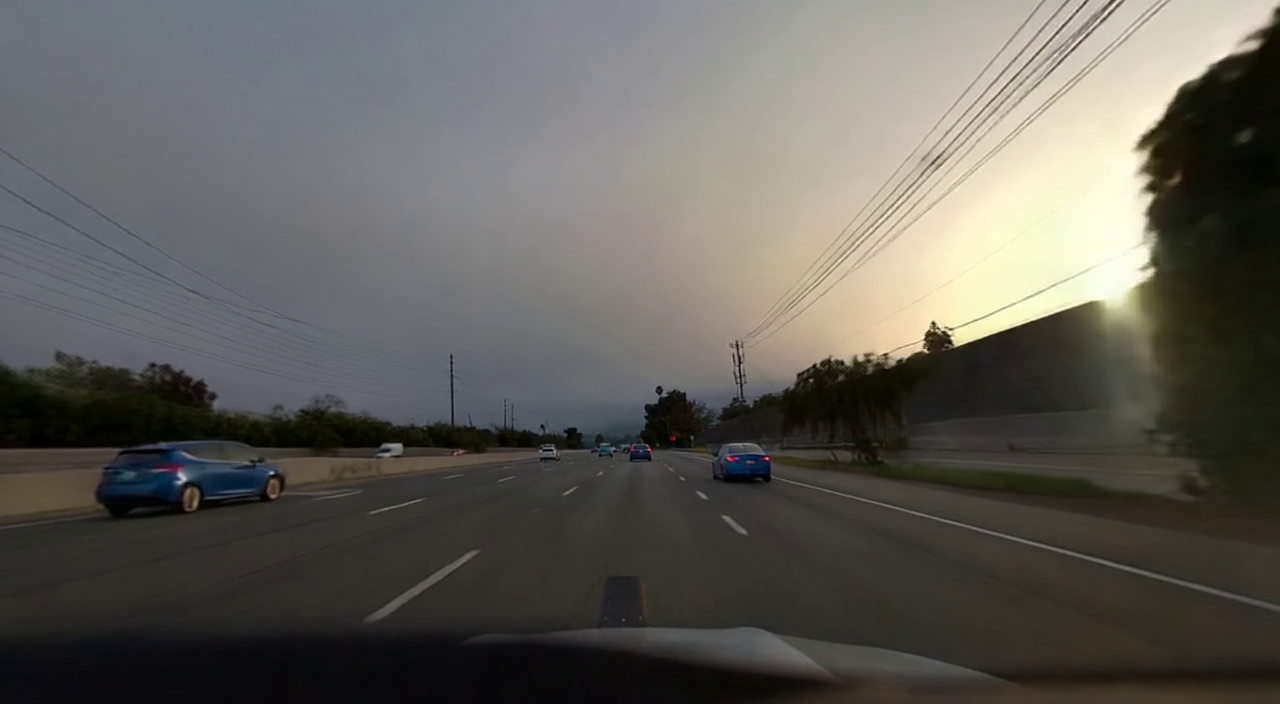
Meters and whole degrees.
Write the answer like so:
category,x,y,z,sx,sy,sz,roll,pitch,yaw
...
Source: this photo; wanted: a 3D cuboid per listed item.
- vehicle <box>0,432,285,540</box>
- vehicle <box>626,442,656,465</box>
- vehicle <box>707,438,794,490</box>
category,x,y,z,sx,sy,sz,roll,pitch,yaw
vehicle,-10.361,2.765,13.836,2.241,1.810,4.966,-3,-8,1
vehicle,0.105,7.123,44.458,2.036,1.474,3.969,0,-8,1
vehicle,3.522,3.675,21.008,2.060,1.526,4.387,0,-8,-1
